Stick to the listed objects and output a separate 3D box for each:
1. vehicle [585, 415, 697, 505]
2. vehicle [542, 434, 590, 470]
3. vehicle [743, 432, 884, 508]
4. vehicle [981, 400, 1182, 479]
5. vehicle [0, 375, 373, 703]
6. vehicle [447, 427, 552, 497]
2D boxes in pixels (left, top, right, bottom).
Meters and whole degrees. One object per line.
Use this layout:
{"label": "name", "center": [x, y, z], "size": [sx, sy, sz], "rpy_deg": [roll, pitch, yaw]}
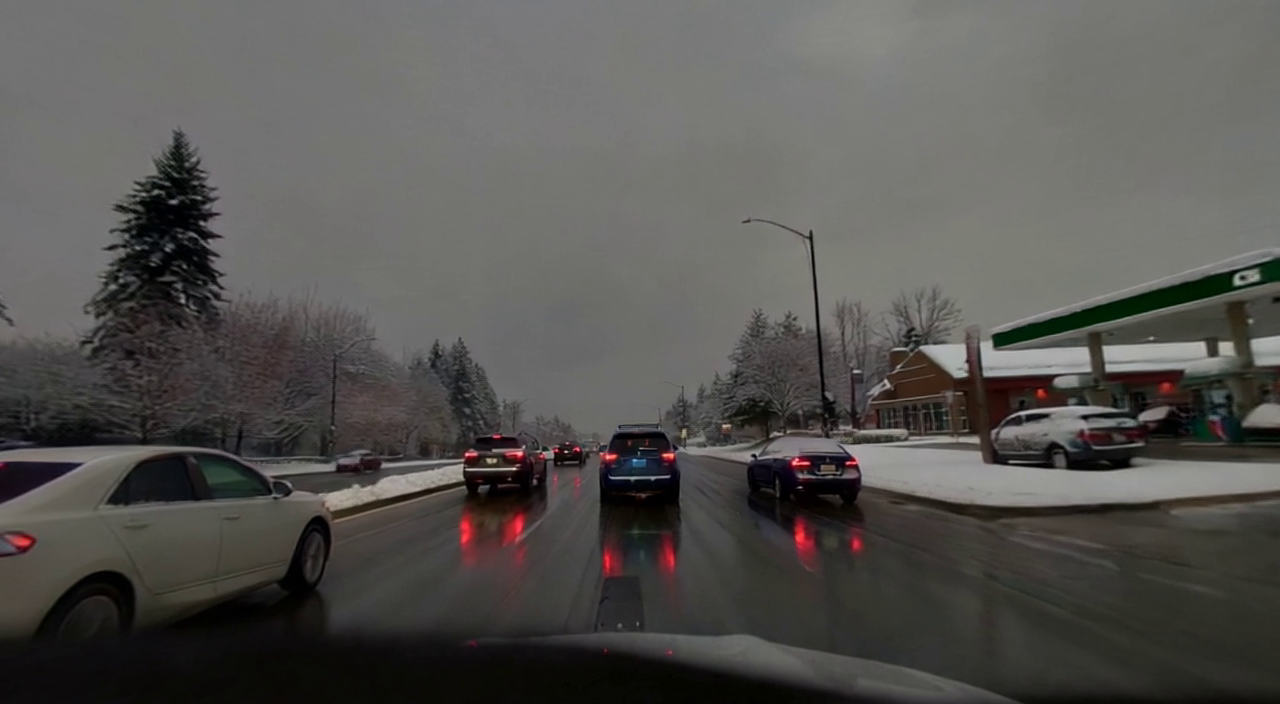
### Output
{"label": "vehicle", "center": [0.008, 2.516, 15.074], "size": [2.279, 1.803, 4.254], "rpy_deg": [0, -8, 0]}
{"label": "vehicle", "center": [-3.588, 4.939, 31.334], "size": [1.871, 1.673, 3.920], "rpy_deg": [0, -8, 1]}
{"label": "vehicle", "center": [3.781, 2.650, 14.741], "size": [1.888, 1.456, 4.589], "rpy_deg": [0, -8, -1]}
{"label": "vehicle", "center": [11.938, 2.452, 17.630], "size": [2.102, 1.887, 4.673], "rpy_deg": [0, -8, -1]}
{"label": "vehicle", "center": [-3.606, 1.131, 4.251], "size": [1.864, 1.574, 4.031], "rpy_deg": [0, -8, -1]}
{"label": "vehicle", "center": [-3.747, 2.993, 17.603], "size": [1.932, 1.695, 4.150], "rpy_deg": [0, -8, 1]}
